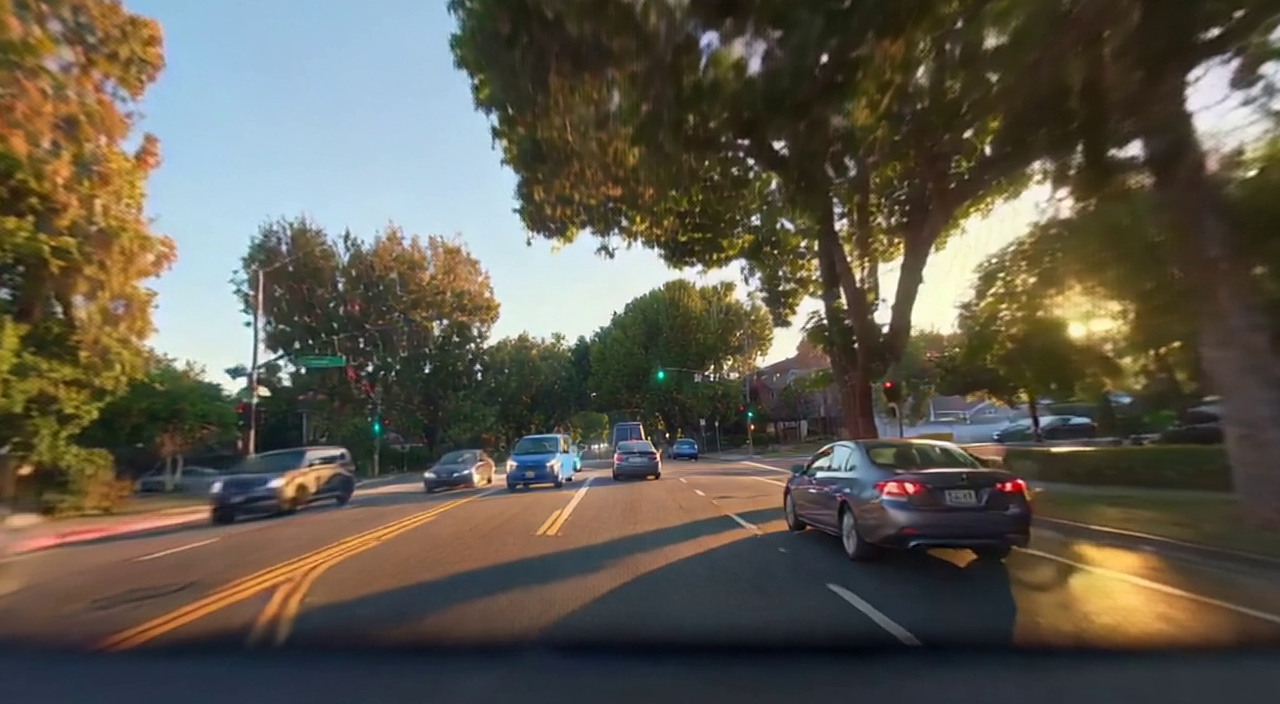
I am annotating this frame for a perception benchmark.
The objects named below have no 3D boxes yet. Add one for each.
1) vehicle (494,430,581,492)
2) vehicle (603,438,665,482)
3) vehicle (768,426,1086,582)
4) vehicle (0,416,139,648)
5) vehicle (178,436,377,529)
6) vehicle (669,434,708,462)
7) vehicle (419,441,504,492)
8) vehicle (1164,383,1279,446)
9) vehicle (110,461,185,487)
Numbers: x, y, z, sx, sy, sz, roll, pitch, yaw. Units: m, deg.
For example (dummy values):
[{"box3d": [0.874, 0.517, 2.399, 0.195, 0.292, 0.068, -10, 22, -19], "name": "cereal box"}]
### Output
[{"box3d": [-3.202, 3.508, 20.907, 2.083, 1.741, 5.530, 0, -8, -1], "name": "vehicle"}, {"box3d": [-0.252, 3.992, 23.801, 2.114, 1.483, 4.207, 0, -8, -1], "name": "vehicle"}, {"box3d": [3.170, 1.748, 8.222, 1.973, 1.447, 4.402, 0, -8, -2], "name": "vehicle"}, {"box3d": [-5.970, 1.248, 3.825, 2.146, 1.768, 4.664, 0, -8, -2], "name": "vehicle"}, {"box3d": [-8.997, 3.205, 16.452, 2.167, 1.973, 5.474, 0, -8, -3], "name": "vehicle"}, {"box3d": [3.382, 6.781, 44.697, 2.187, 1.847, 4.553, 0, -8, -3], "name": "vehicle"}, {"box3d": [-6.314, 4.056, 22.852, 2.051, 1.663, 4.031, 0, -8, -2], "name": "vehicle"}, {"box3d": [18.455, 1.871, 18.410, 2.012, 1.690, 5.034, 0, -8, 0], "name": "vehicle"}, {"box3d": [-37.584, 9.267, 48.349, 1.876, 1.763, 4.515, -1, -8, 4], "name": "vehicle"}]
